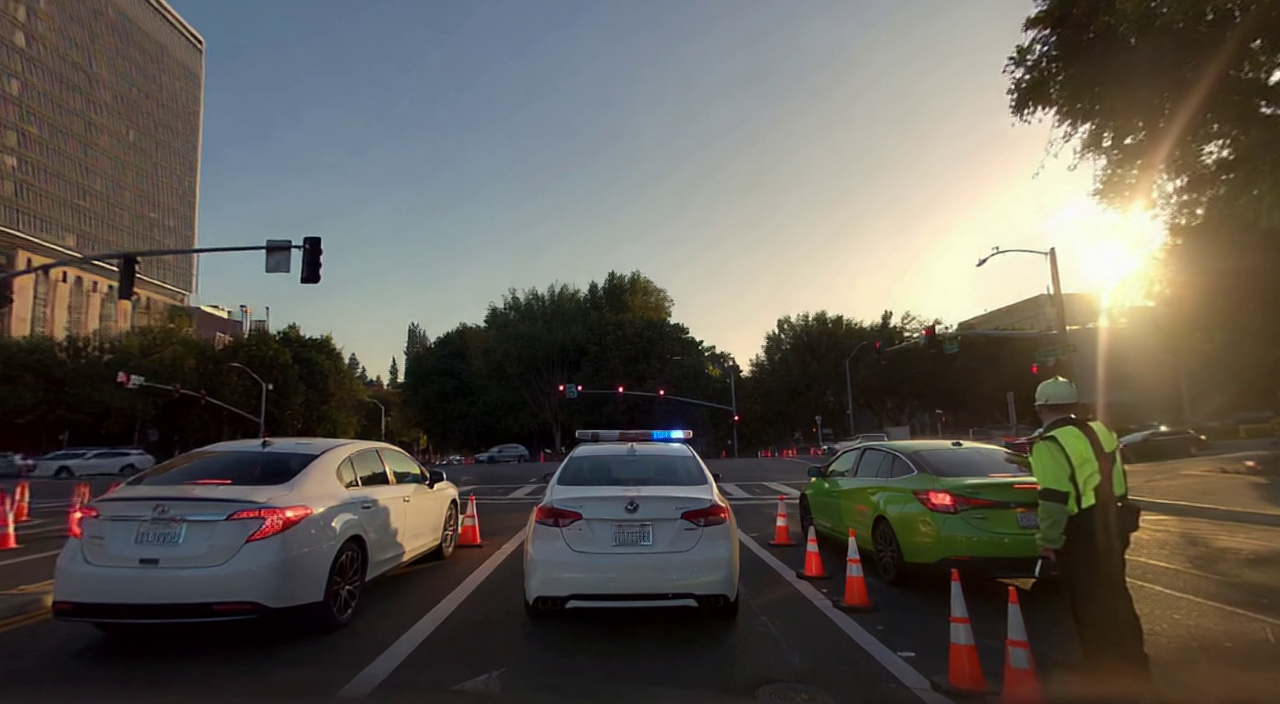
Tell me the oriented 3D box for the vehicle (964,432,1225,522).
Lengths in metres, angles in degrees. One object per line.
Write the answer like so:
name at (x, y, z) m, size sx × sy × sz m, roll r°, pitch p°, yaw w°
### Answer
vehicle at (9.341, 2.583, 13.615) m, size 1.957 × 1.576 × 4.670 m, roll 0°, pitch -9°, yaw -3°

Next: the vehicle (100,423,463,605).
vehicle at (-3.611, 1.675, 7.395) m, size 1.863 × 1.526 × 4.006 m, roll 0°, pitch -9°, yaw 1°

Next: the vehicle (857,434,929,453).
vehicle at (20.029, 7.270, 49.938) m, size 4.827 × 1.484 × 1.883 m, roll 0°, pitch -9°, yaw 0°

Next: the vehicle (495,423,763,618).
vehicle at (-0.124, 1.625, 7.093) m, size 2.061 × 1.486 × 4.332 m, roll 0°, pitch -8°, yaw -1°
